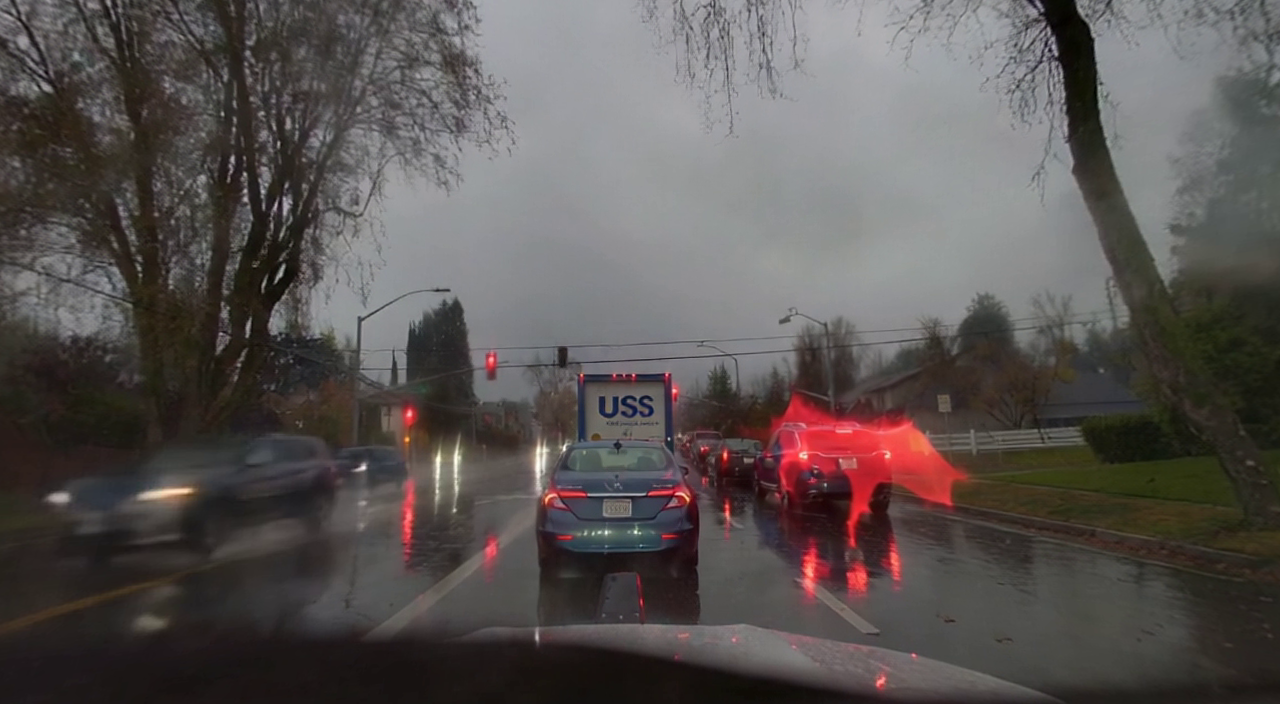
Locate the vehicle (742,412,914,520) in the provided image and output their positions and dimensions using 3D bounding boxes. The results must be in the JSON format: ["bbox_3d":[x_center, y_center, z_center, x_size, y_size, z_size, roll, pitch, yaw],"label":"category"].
[{"bbox_3d":[3.598,2.295,13.191,2.145,1.847,4.524,0,-8,-1],"label":"vehicle"}]

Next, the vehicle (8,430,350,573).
[{"bbox_3d":[-6.351,2.053,9.505,1.962,1.640,4.161,0,-8,0],"label":"vehicle"}]

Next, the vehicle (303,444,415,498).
[{"bbox_3d":[-9.732,4.110,22.324,1.857,1.682,4.393,0,-8,0],"label":"vehicle"}]

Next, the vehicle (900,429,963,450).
[{"bbox_3d":[21.401,6.465,46.437,3.880,1.447,1.778,2,-9,-15],"label":"vehicle"}]

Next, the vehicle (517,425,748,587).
[{"bbox_3d":[-0.126,1.738,8.033,2.135,1.483,4.207,0,-8,-2],"label":"vehicle"}]
